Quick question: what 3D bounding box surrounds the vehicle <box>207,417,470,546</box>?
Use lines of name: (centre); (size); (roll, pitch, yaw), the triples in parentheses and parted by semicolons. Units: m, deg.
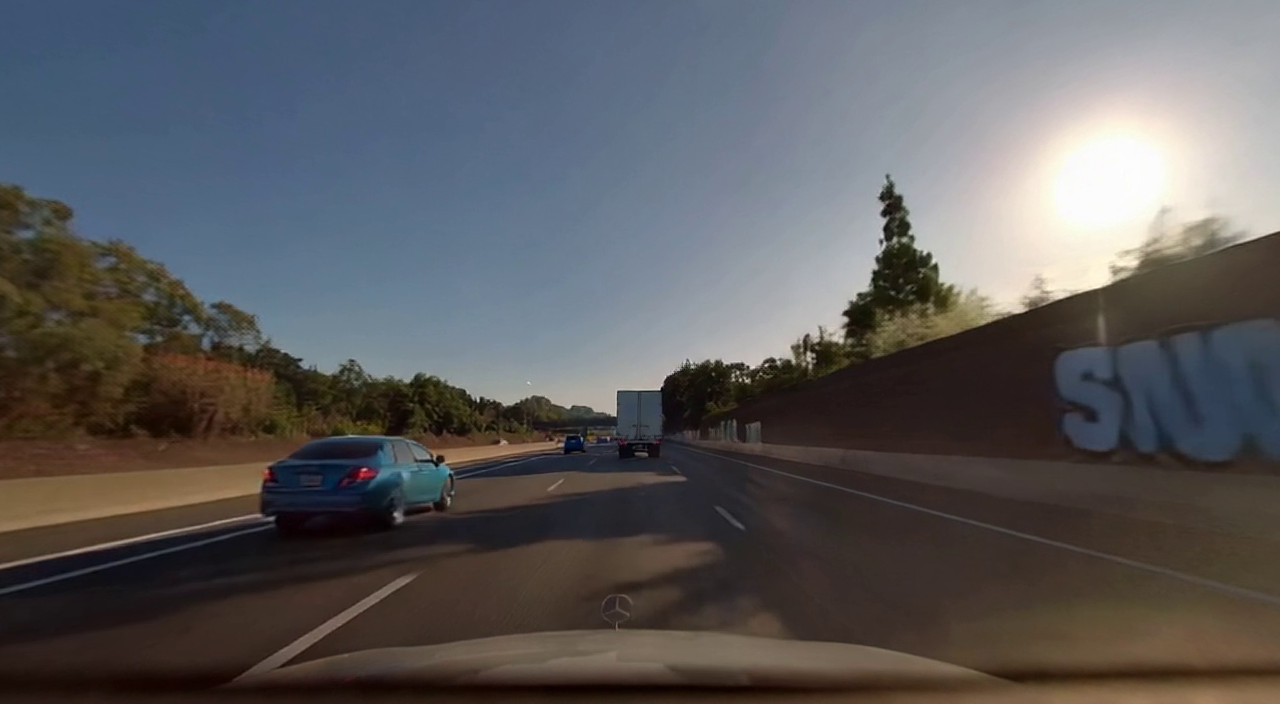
vehicle: (-4.231, 1.861, 9.867); (1.948, 1.526, 4.525); (0, -8, -1)

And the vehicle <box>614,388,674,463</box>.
vehicle: (0.030, 4.206, 35.478); (2.927, 3.649, 9.443); (0, -8, -2)

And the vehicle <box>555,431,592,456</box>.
vehicle: (-4.491, 6.257, 43.235); (2.058, 1.645, 4.130); (0, -8, 0)
